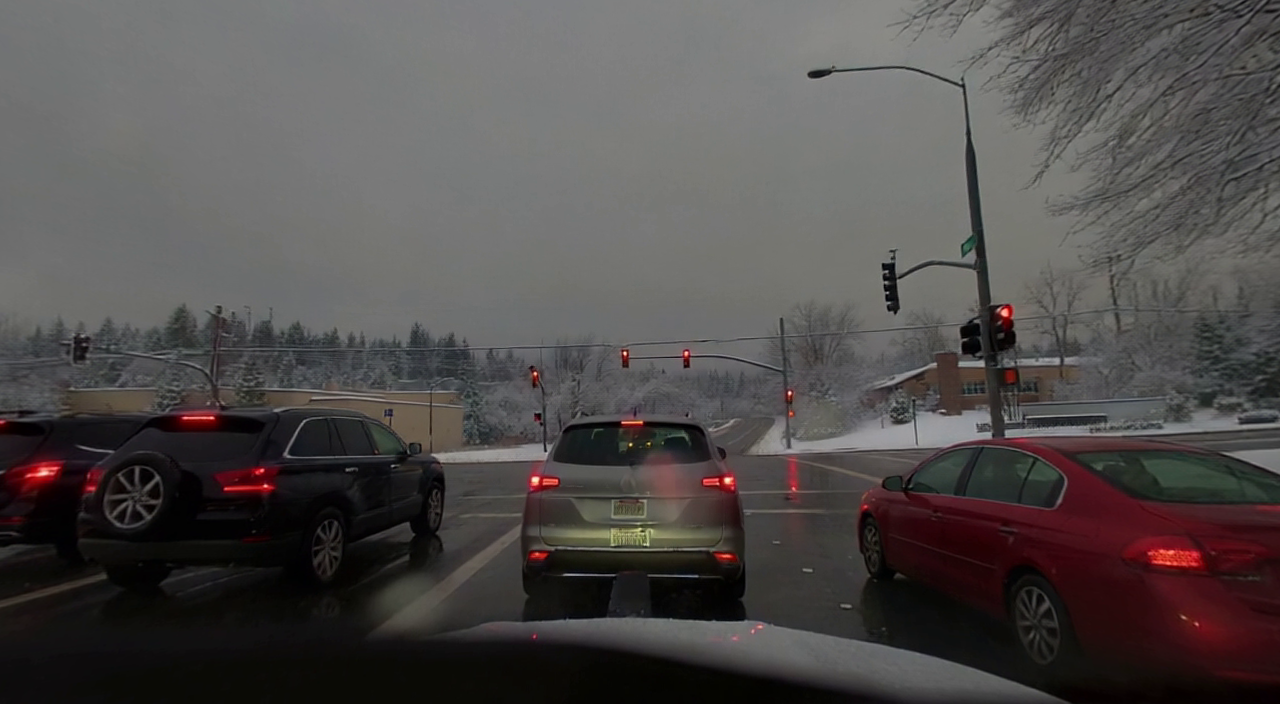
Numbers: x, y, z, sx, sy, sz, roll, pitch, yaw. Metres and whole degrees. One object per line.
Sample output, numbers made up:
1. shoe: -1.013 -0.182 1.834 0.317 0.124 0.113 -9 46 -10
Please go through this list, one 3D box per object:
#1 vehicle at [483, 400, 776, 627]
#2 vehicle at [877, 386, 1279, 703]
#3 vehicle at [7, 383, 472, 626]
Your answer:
1. vehicle: -0.056 1.401 6.303 2.047 1.579 3.642 0 -8 1
2. vehicle: 3.591 1.199 4.601 2.010 1.486 4.498 0 -8 1
3. vehicle: -3.553 1.429 6.855 2.014 1.755 4.360 0 -8 3
